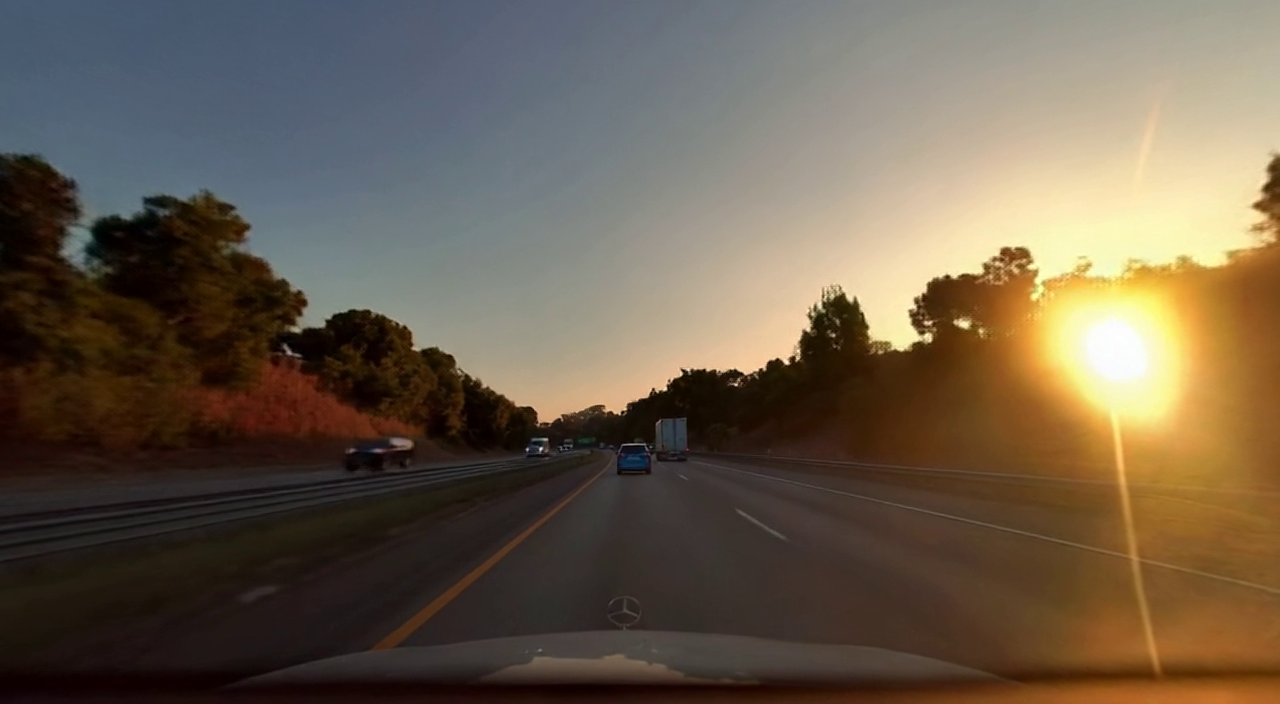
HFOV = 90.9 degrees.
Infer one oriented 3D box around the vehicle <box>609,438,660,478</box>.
[{"bbox_3d":[-0.273,4.884,29.193,2.190,1.706,4.062,0,-9,-1],"label":"vehicle"}]
